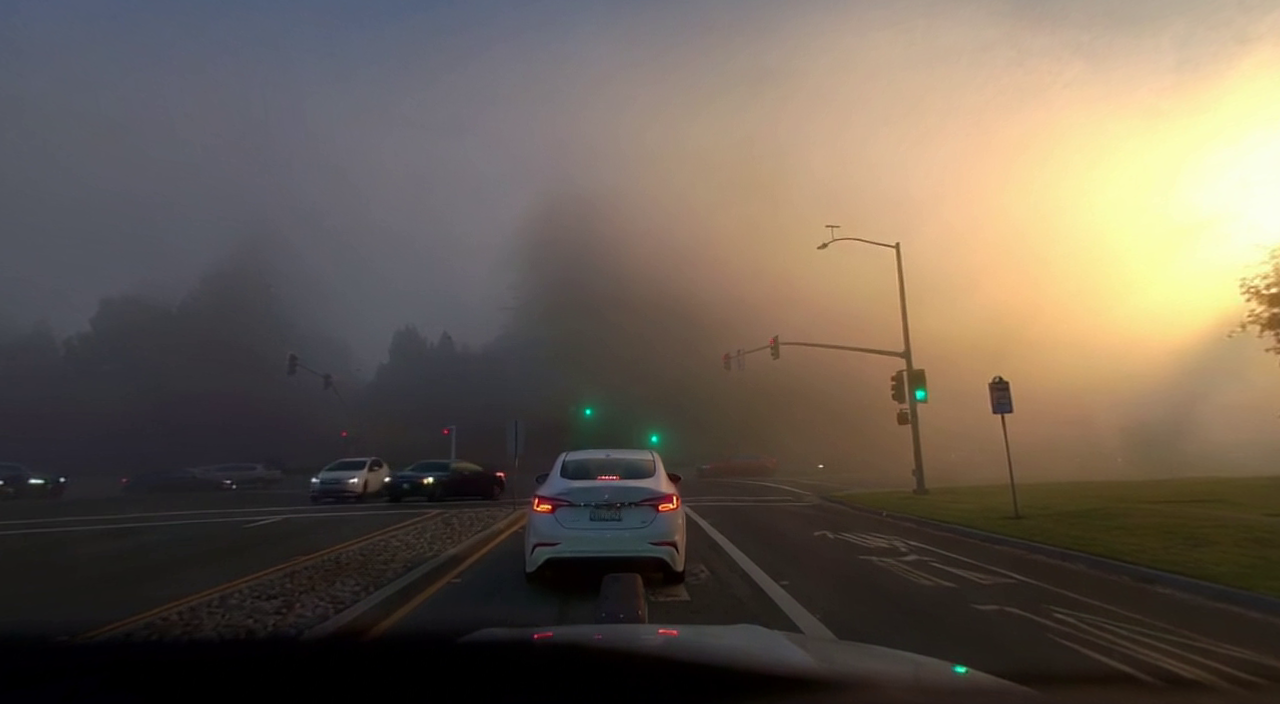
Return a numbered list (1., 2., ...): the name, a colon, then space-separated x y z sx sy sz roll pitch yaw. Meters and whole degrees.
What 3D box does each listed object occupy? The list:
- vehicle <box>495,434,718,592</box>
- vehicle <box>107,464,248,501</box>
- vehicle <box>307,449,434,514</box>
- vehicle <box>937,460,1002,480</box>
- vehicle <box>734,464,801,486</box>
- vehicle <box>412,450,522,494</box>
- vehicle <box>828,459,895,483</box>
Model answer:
1. vehicle: -0.359 1.858 8.203 2.112 1.479 4.264 0 -9 -1
2. vehicle: -20.086 5.683 27.660 4.548 1.449 1.802 2 -9 -13
3. vehicle: -7.377 3.545 17.899 2.078 1.534 4.646 1 -9 -8
4. vehicle: 25.928 9.282 49.762 4.358 1.471 1.875 2 -9 -16
5. vehicle: 9.039 8.740 45.037 4.254 1.359 1.895 2 -9 -16
6. vehicle: -8.830 6.007 32.141 5.500 2.012 2.201 -5 -10 32
7. vehicle: 16.459 8.804 47.059 4.337 1.637 1.860 2 -9 -16
